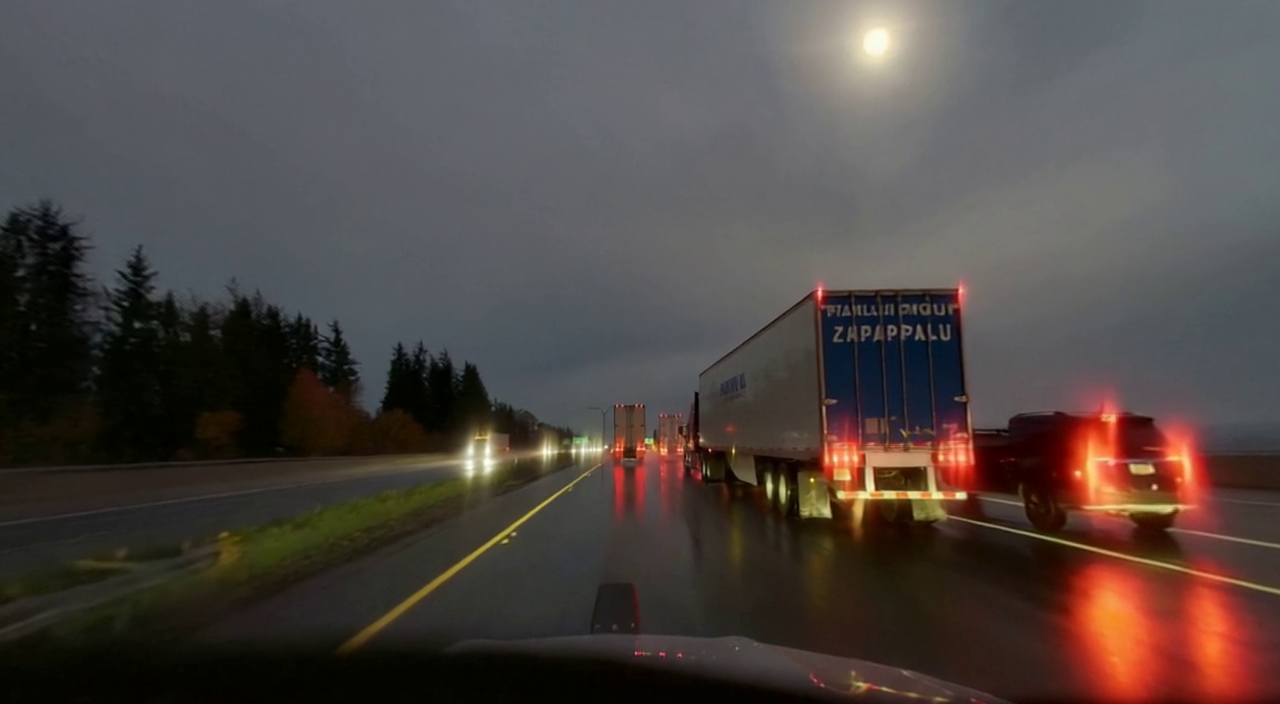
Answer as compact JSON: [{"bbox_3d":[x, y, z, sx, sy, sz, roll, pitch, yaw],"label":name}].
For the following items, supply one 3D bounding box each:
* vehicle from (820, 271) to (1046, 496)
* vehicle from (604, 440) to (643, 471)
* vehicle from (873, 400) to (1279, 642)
[{"bbox_3d":[4.244,0.527,9.577,2.244,3.047,2.035,0,-8,-2],"label":"vehicle"},{"bbox_3d":[-0.879,5.376,32.937,1.943,1.491,3.459,0,-8,-2],"label":"vehicle"},{"bbox_3d":[4.571,1.344,6.052,4.253,1.543,2.045,4,-9,-30],"label":"vehicle"}]
